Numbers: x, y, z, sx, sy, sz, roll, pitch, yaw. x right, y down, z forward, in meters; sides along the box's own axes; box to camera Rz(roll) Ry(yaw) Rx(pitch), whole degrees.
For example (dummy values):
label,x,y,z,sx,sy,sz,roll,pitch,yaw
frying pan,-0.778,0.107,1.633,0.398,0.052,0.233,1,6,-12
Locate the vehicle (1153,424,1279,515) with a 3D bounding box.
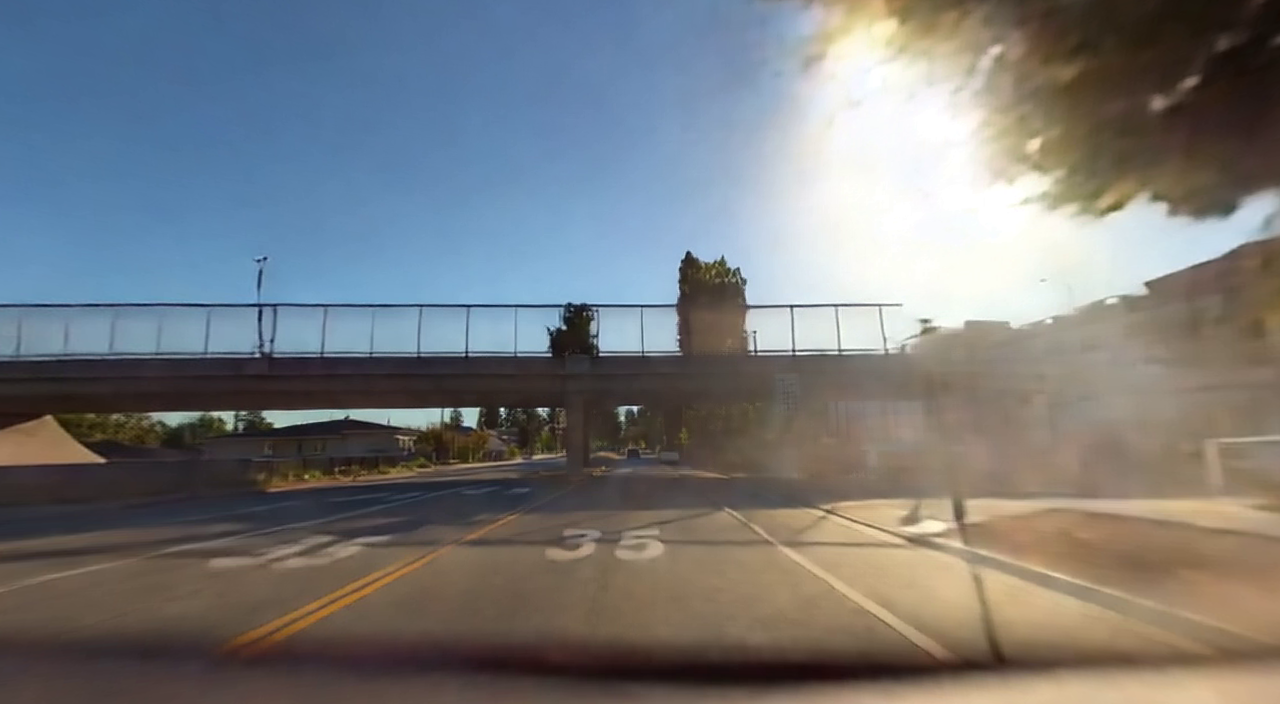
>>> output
label,x,y,z,sx,sy,sz,roll,pitch,yaw
vehicle,11.317,1.832,9.891,1.809,1.432,4.629,5,-10,-32
